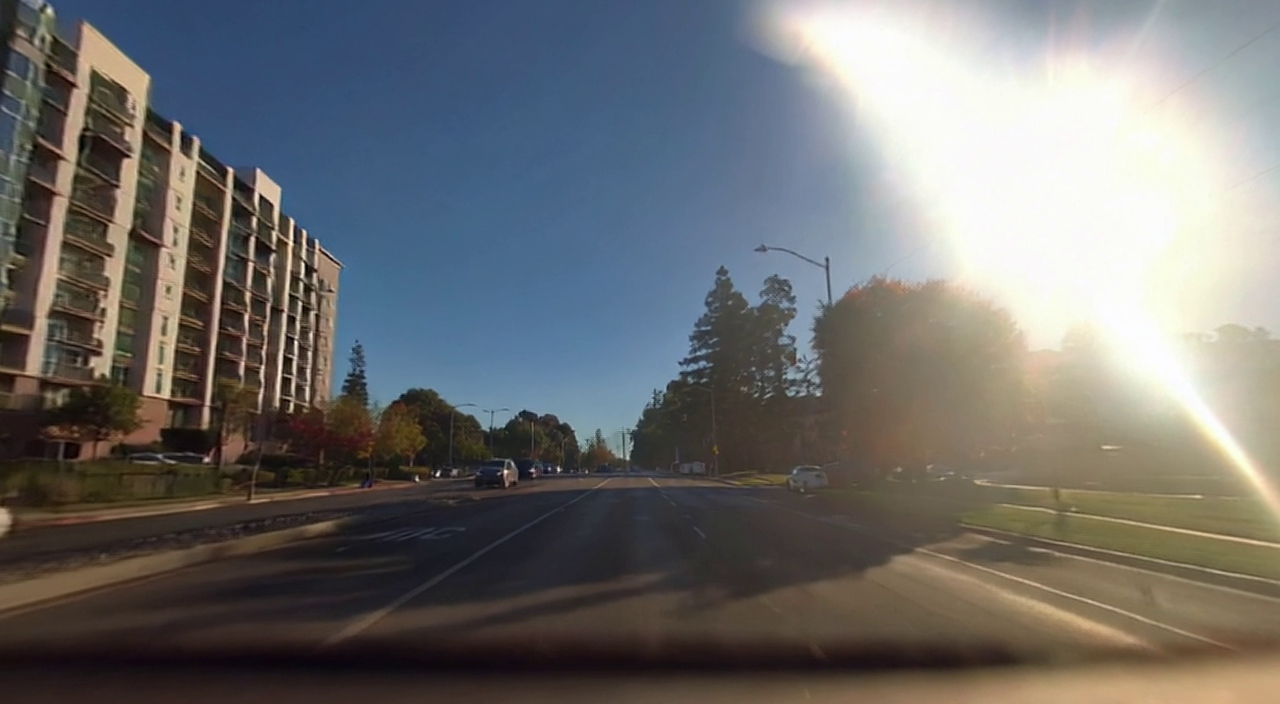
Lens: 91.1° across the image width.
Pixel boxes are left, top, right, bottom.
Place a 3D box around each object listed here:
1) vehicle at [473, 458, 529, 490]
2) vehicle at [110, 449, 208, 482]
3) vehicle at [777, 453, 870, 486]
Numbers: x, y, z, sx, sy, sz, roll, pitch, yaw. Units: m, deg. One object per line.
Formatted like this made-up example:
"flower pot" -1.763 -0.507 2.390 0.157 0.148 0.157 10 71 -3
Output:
"vehicle" -7.898 6.949 36.156 2.220 1.681 4.633 0 -10 -1
"vehicle" -27.796 6.581 36.374 3.770 1.737 2.102 0 -15 -2
"vehicle" 10.832 6.955 37.329 4.903 1.831 2.098 0 -8 2
